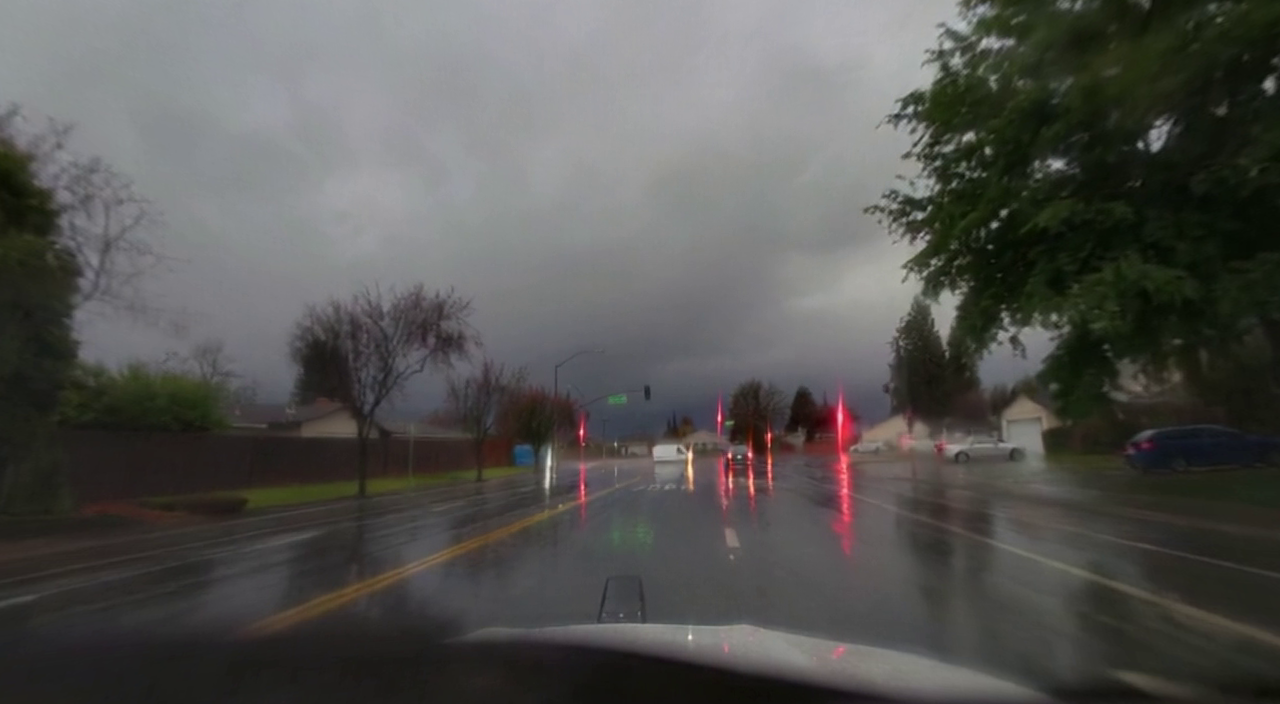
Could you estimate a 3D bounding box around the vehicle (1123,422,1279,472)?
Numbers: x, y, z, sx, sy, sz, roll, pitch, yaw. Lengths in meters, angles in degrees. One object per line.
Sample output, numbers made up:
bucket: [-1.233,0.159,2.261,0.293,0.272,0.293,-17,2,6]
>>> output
vehicle: [18.342,3.031,20.144,4.210,1.474,1.799,-2,-9,9]

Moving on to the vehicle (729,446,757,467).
vehicle: [8.030,8.183,49.569,1.947,1.485,4.336,-1,-9,6]

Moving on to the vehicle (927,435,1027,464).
vehicle: [19.781,5.746,37.241,4.702,1.595,1.986,-1,-9,5]
